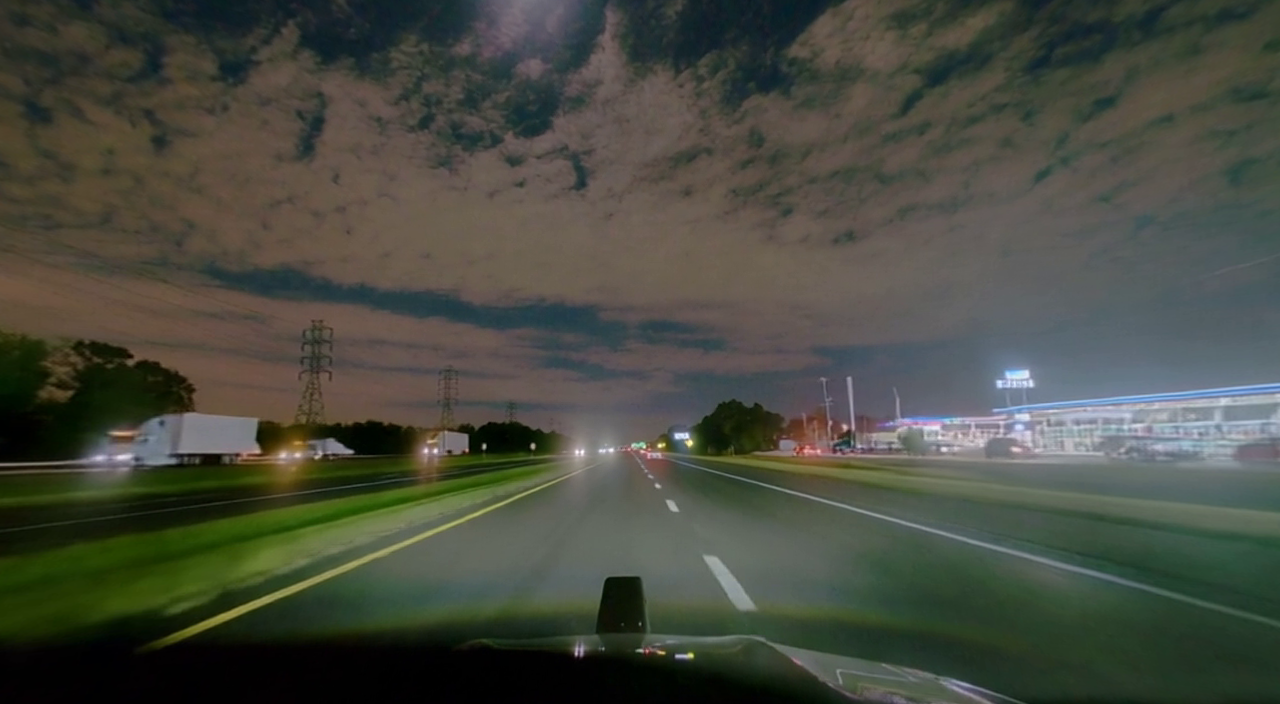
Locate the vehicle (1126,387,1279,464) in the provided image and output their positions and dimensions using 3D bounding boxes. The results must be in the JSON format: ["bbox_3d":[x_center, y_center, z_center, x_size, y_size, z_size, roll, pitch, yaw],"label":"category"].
[{"bbox_3d":[35.637,3.928,34.115,3.224,4.043,14.034,6,-11,-45],"label":"vehicle"}]

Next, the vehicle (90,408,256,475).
[{"bbox_3d":[-27.710,5.461,38.255,3.002,3.528,9.434,0,-9,-2],"label":"vehicle"}]
